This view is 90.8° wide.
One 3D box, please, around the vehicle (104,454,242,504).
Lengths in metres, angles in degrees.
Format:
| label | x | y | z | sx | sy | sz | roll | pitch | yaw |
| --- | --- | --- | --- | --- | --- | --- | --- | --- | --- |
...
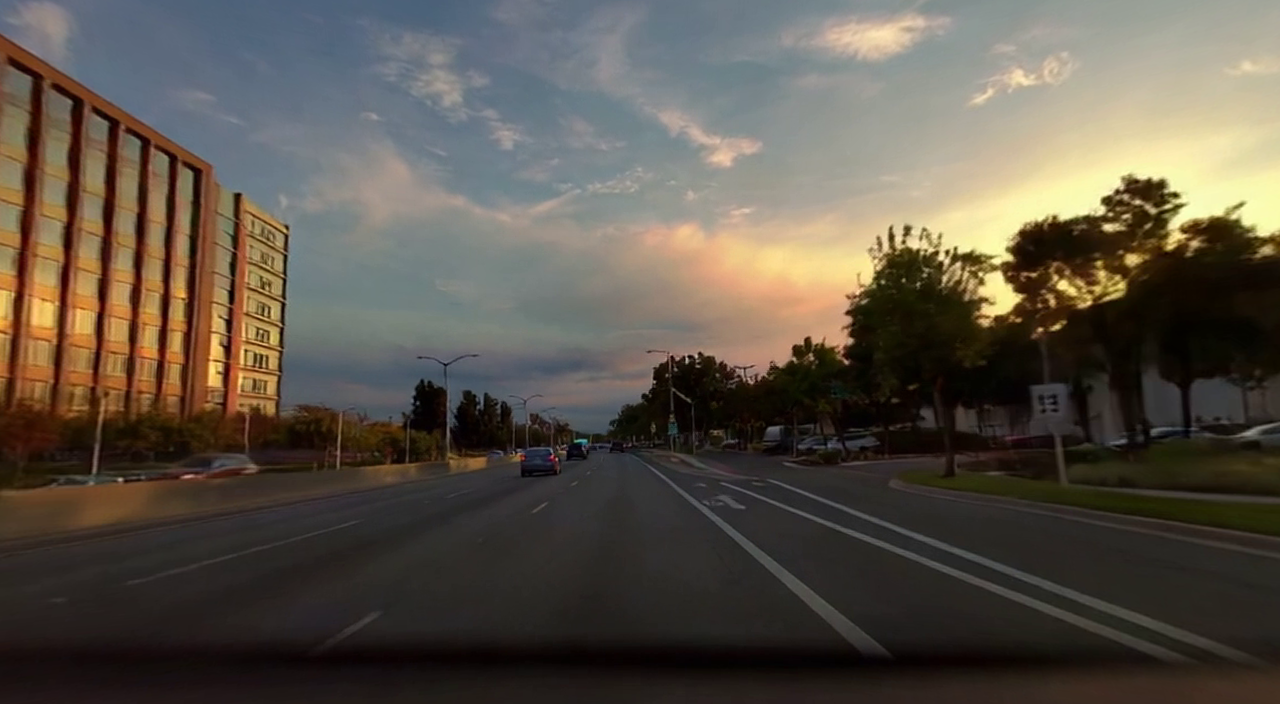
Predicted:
| label | x | y | z | sx | sy | sz | roll | pitch | yaw |
| --- | --- | --- | --- | --- | --- | --- | --- | --- | --- |
| vehicle | -18.184 | 4.930 | 24.920 | 1.951 | 1.679 | 4.463 | 0 | -8 | 1 |

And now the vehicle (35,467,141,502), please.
| label | x | y | z | sx | sy | sz | roll | pitch | yaw |
| --- | --- | --- | --- | --- | --- | --- | --- | --- | --- |
| vehicle | -30.593 | 7.329 | 35.213 | 2.051 | 1.598 | 4.439 | 0 | -8 | -4 |

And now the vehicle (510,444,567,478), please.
| label | x | y | z | sx | sy | sz | roll | pitch | yaw |
| --- | --- | --- | --- | --- | --- | --- | --- | --- | --- |
| vehicle | -4.673 | 5.062 | 29.751 | 2.025 | 1.474 | 4.292 | 0 | -8 | -1 |
